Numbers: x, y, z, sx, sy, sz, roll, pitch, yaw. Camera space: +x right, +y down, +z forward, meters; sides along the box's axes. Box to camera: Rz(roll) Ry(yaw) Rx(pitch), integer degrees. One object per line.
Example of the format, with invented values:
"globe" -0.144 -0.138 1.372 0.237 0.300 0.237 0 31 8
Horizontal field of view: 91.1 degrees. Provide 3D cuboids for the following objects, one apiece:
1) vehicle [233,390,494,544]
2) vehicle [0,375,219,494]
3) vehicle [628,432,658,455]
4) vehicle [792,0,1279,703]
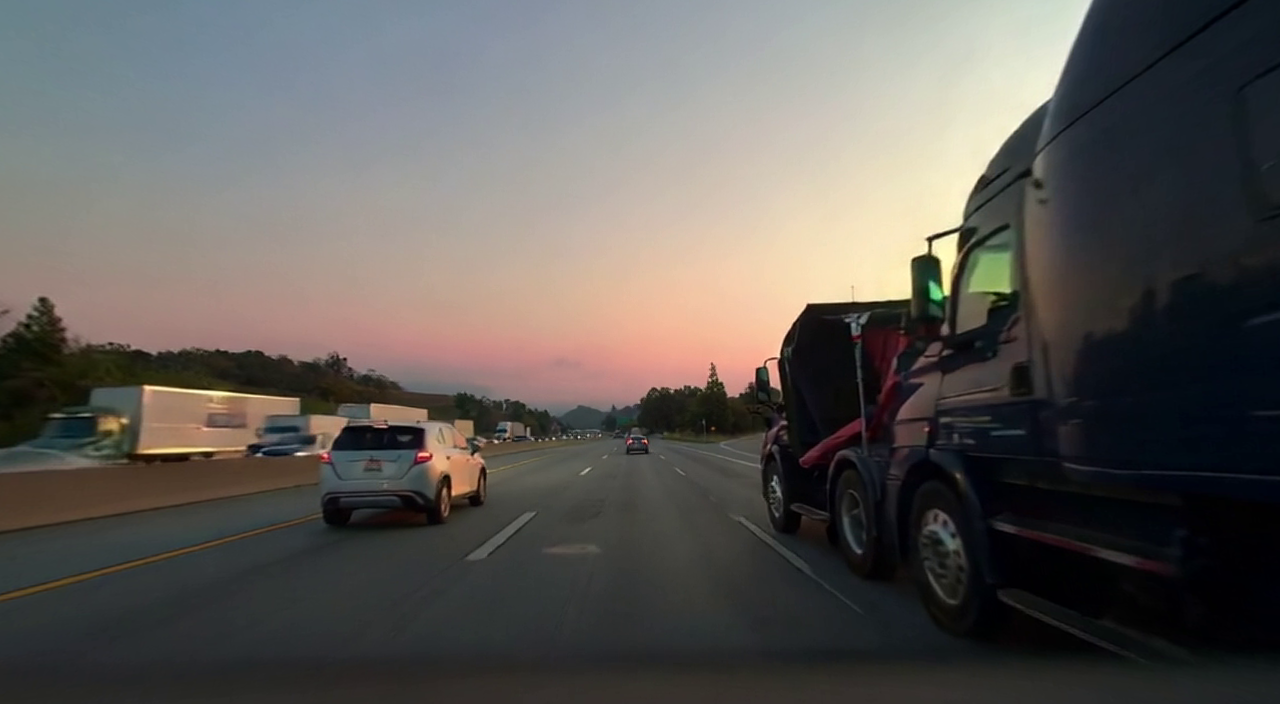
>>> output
"vehicle" -3.994 1.738 10.237 2.115 1.887 4.721 0 -8 0
"vehicle" -19.763 3.109 23.817 3.208 3.879 6.222 0 -8 -1
"vehicle" 0.190 6.547 45.306 2.051 1.528 4.265 0 -8 -1
"vehicle" 3.652 -0.598 1.340 2.899 4.264 14.325 1 -8 -1
